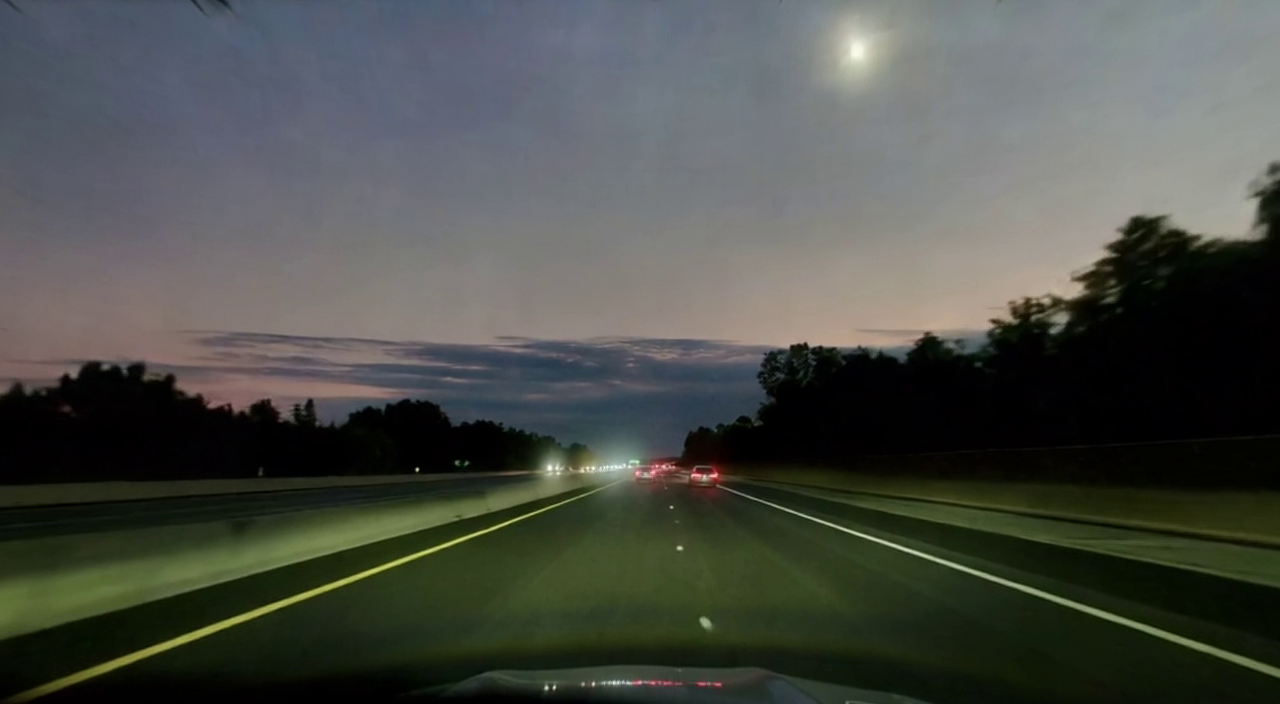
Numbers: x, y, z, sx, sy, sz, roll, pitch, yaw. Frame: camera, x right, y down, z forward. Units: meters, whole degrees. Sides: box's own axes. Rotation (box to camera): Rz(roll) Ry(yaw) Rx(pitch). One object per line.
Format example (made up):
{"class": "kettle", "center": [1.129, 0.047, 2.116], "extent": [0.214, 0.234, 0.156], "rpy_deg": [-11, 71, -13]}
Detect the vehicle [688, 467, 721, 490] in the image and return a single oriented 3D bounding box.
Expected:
{"class": "vehicle", "center": [4.458, 8.808, 43.981], "extent": [1.937, 1.467, 4.061], "rpy_deg": [1, -10, 1]}

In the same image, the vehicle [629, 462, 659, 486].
{"class": "vehicle", "center": [0.347, 9.637, 49.916], "extent": [2.160, 1.721, 4.368], "rpy_deg": [0, -10, 3]}
